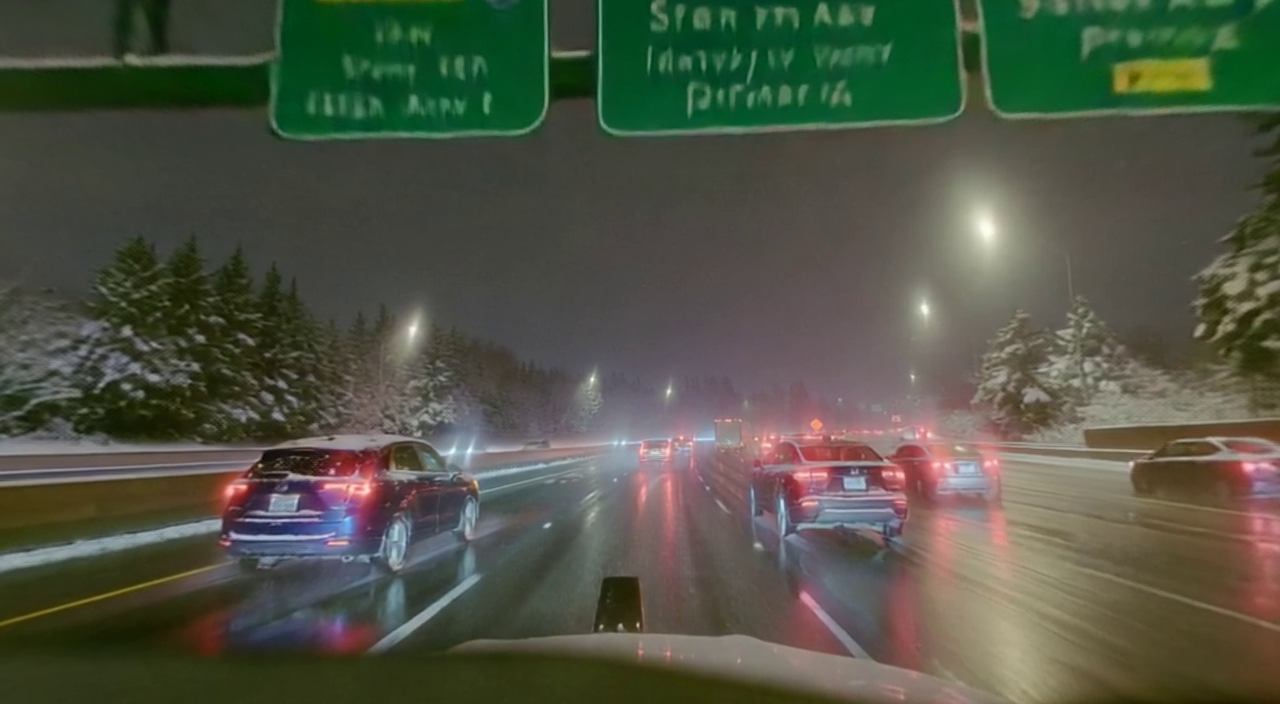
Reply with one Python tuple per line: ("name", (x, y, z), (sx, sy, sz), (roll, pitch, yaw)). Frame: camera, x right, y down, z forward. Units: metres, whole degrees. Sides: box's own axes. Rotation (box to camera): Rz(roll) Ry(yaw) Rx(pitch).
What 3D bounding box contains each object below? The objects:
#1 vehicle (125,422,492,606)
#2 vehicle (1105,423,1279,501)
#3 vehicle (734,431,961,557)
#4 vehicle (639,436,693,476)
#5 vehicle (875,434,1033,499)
("vehicle", (-3.398, 1.734, 7.719), (1.937, 1.558, 4.469), (0, -9, 2))
("vehicle", (13.792, 2.579, 15.074), (1.976, 1.548, 4.687), (-1, -9, 5))
("vehicle", (2.818, 2.052, 9.855), (2.009, 1.489, 4.559), (0, -9, 0))
("vehicle", (1.182, 4.575, 27.858), (2.201, 1.614, 3.803), (-1, -9, 4))
("vehicle", (8.201, 3.027, 17.036), (2.014, 1.506, 4.626), (0, -9, 2))
